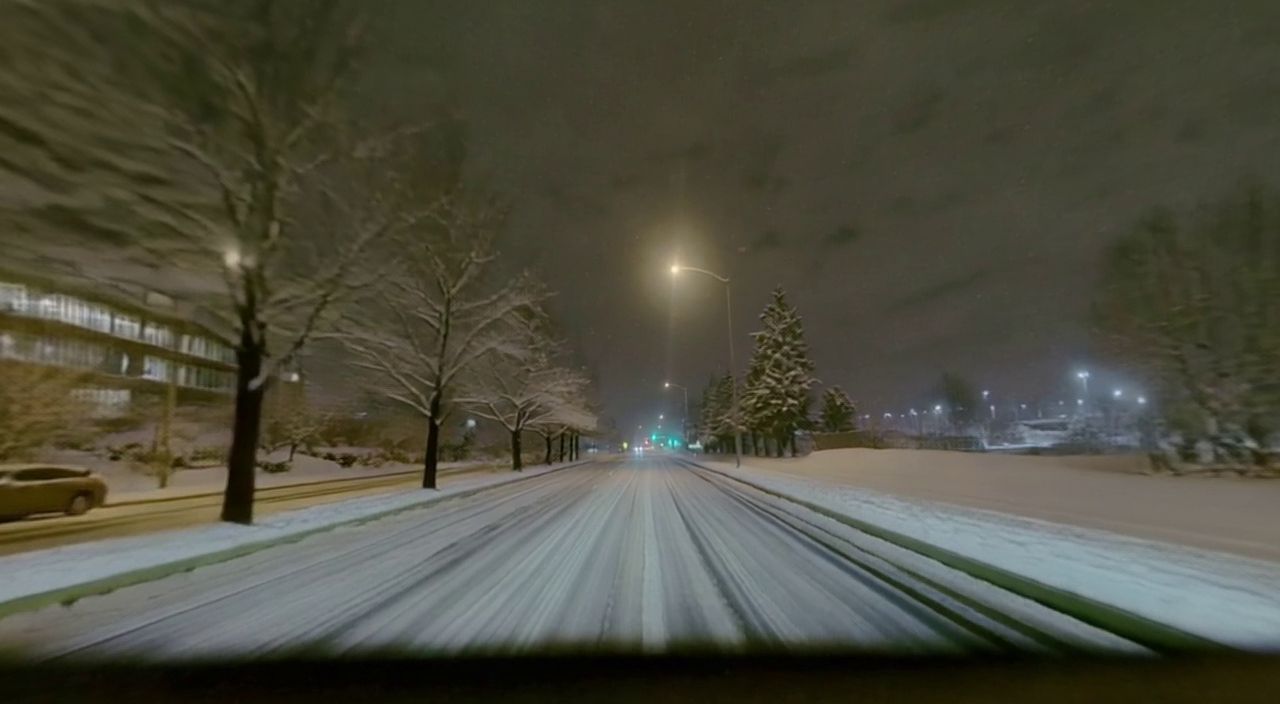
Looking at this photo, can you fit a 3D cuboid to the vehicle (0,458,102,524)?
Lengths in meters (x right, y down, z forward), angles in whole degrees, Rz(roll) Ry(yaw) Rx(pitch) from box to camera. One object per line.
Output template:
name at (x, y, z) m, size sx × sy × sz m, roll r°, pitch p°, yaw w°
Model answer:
vehicle at (-16.838, 3.647, 16.335) m, size 1.807 × 1.570 × 4.557 m, roll -3°, pitch -9°, yaw -1°
